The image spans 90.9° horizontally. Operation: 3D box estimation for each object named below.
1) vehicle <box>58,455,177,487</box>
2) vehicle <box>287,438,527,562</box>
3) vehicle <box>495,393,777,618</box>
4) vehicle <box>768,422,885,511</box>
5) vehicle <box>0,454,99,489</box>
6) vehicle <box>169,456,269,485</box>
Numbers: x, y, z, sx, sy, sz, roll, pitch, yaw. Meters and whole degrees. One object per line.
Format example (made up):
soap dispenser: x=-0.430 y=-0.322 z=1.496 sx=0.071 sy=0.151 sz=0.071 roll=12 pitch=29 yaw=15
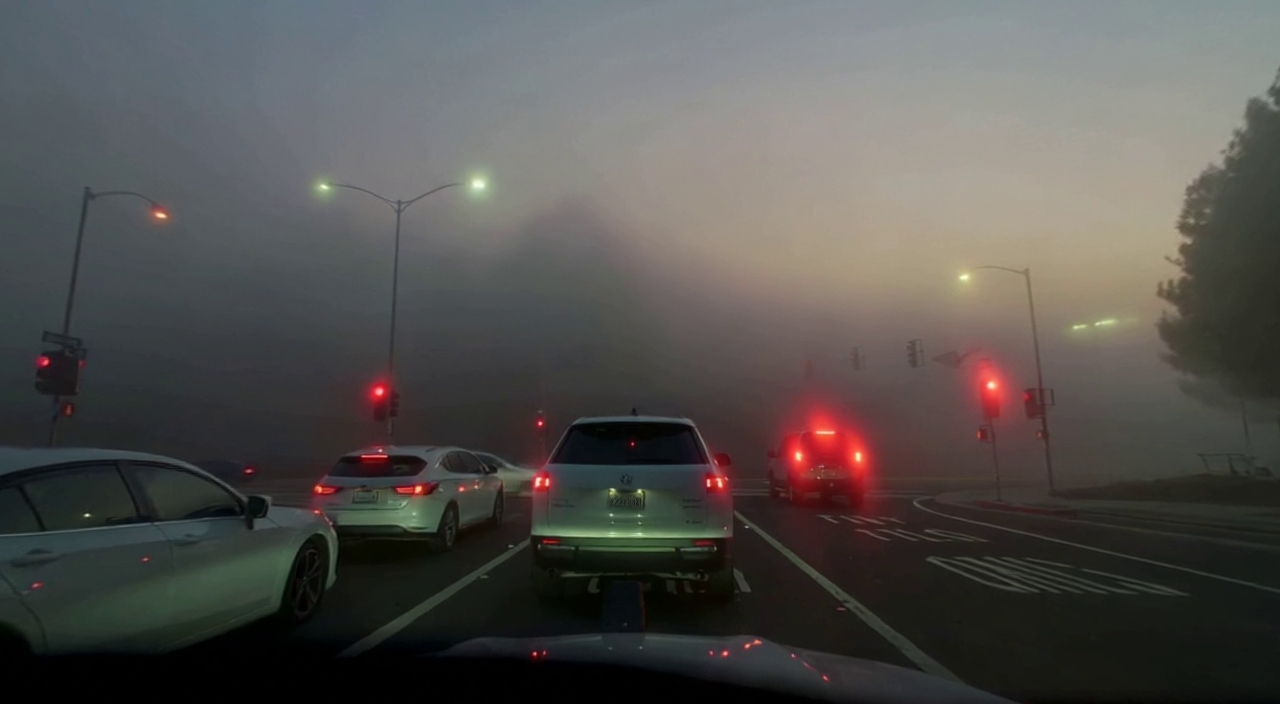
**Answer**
vehicle: x=-26.034 y=5.939 z=31.571 sx=4.140 sy=1.444 sz=1.742 roll=2 pitch=-9 yaw=-16
vehicle: x=-3.191 y=2.095 z=9.796 sx=1.913 sy=1.453 sz=4.413 roll=0 pitch=-8 yaw=2
vehicle: x=-0.031 y=1.522 z=7.166 sx=2.203 sy=1.757 sz=4.286 roll=0 pitch=-8 yaw=0
vehicle: x=4.809 y=2.996 z=16.912 sx=2.084 sy=2.053 sz=4.073 roll=-1 pitch=-8 yaw=4
vehicle: x=-27.080 y=5.274 z=27.941 sx=4.198 sy=1.444 sz=1.765 roll=2 pitch=-9 yaw=-15
vehicle: x=-24.537 y=6.923 z=36.915 sx=4.457 sy=1.435 sz=1.795 roll=3 pitch=-5 yaw=-16
